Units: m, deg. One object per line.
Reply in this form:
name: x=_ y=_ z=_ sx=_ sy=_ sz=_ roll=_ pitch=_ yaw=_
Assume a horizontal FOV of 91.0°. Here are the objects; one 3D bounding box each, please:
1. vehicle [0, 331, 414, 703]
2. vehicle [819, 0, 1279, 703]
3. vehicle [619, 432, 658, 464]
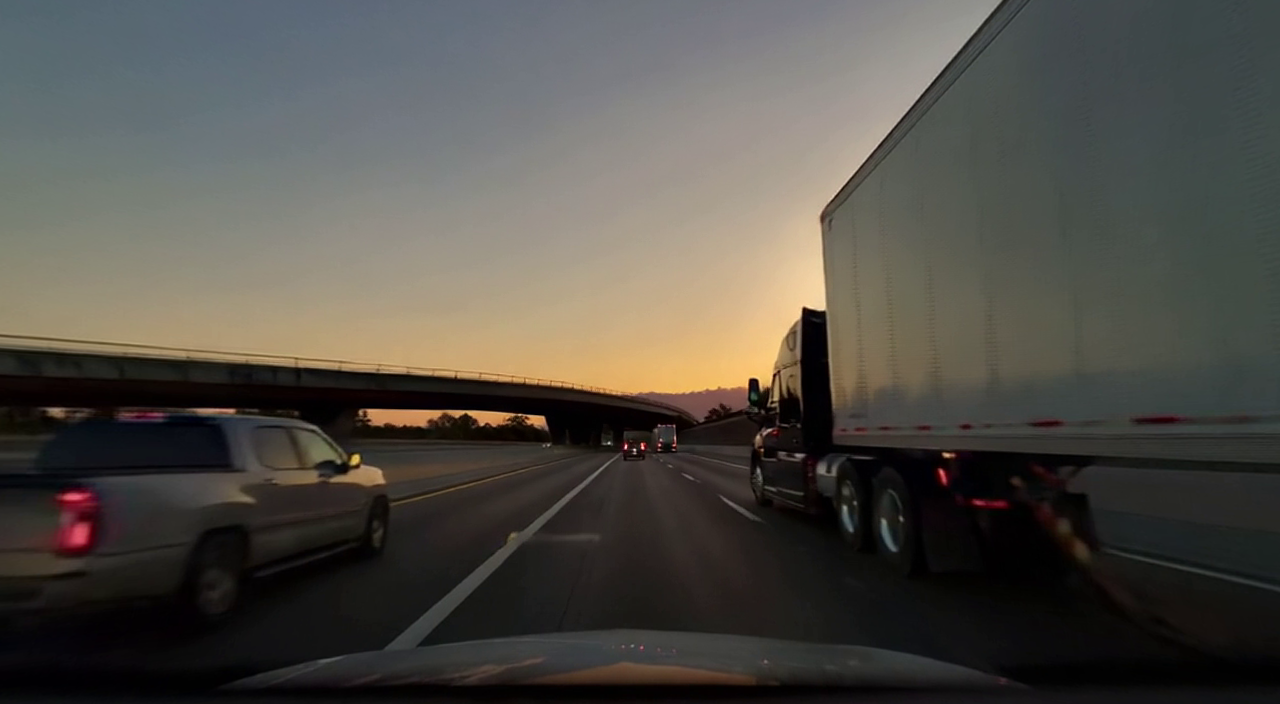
vehicle: x=-3.615 y=1.117 z=4.560 sx=2.326 sy=1.761 sz=4.450 roll=-1 pitch=-8 yaw=0
vehicle: x=3.901 y=-0.391 z=1.792 sx=3.469 sy=3.881 sz=10.805 roll=-1 pitch=-8 yaw=0
vehicle: x=-0.188 y=6.448 z=42.316 sx=2.456 sy=2.007 sz=4.728 roll=0 pitch=-8 yaw=-2
